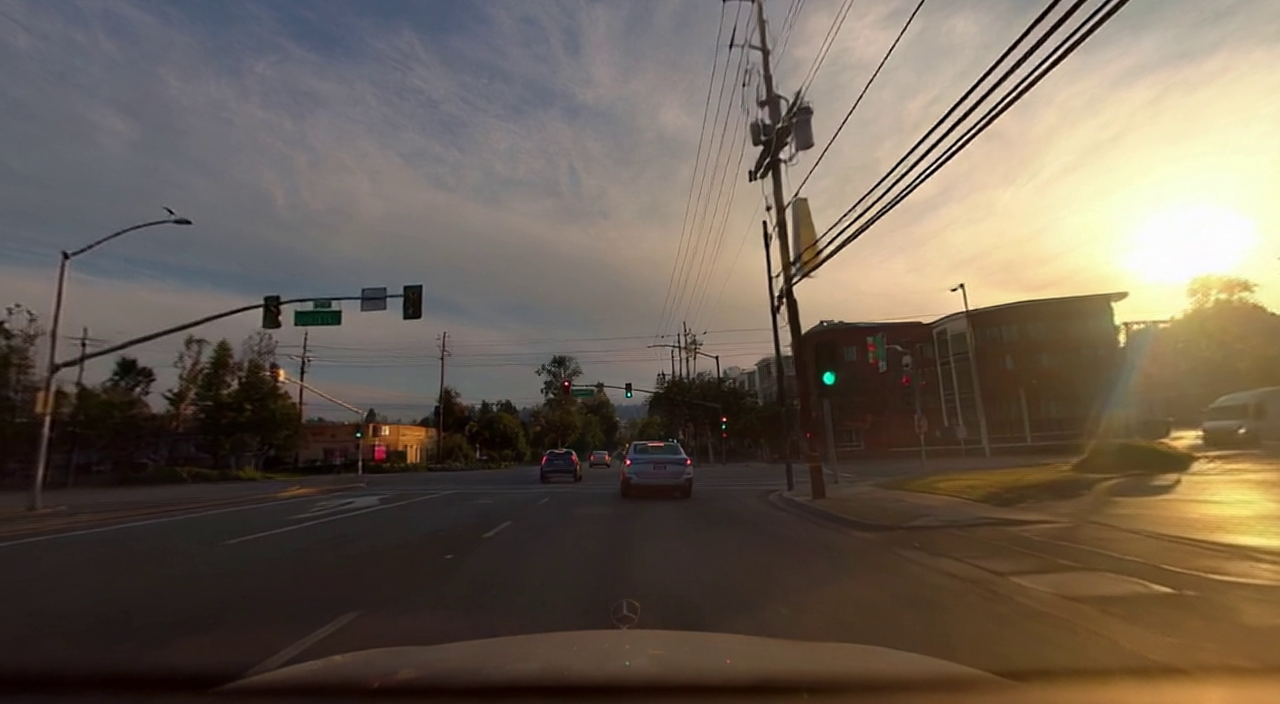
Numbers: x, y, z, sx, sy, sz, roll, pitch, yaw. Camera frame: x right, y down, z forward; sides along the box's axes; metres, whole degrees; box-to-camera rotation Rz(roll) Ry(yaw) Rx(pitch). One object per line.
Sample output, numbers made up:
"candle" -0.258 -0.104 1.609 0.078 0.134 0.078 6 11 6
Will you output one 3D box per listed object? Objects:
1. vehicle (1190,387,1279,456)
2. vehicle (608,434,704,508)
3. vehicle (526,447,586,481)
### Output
"vehicle" 42.702 4.802 43.498 5.749 4.403 3.494 -3 -9 7
"vehicle" 0.357 2.980 16.218 2.156 1.636 3.923 0 -9 0
"vehicle" -3.911 5.285 30.139 2.153 1.474 4.284 0 -9 2
